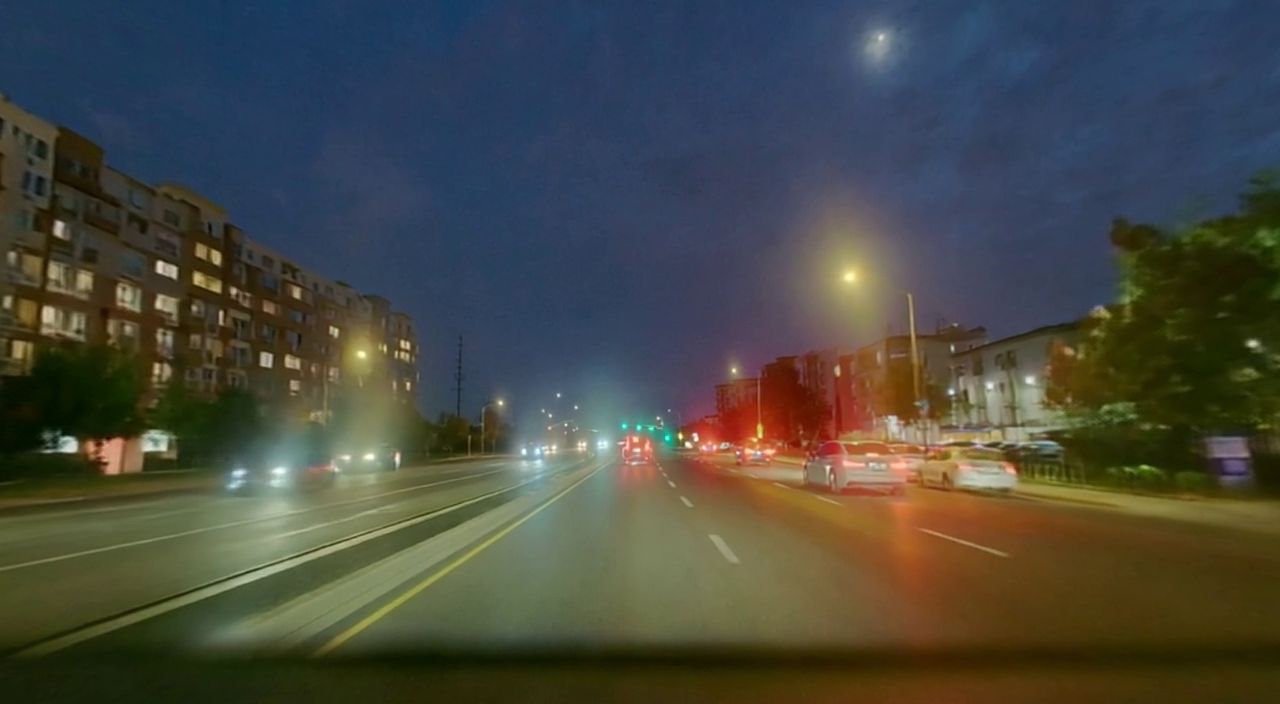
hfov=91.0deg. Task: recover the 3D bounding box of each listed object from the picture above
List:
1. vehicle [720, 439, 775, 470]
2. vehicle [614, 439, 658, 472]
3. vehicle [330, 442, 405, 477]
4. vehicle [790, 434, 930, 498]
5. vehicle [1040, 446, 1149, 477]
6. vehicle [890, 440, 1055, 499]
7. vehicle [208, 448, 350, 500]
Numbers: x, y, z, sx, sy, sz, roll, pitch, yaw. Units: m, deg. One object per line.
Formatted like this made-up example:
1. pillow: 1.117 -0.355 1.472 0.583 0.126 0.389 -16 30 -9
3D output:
1. vehicle: 5.748 5.559 34.165 2.154 1.554 4.149 0 -8 -2
2. vehicle: -0.209 5.176 31.745 2.106 1.553 3.964 0 -8 -1
3. vehicle: -15.261 6.032 35.631 2.096 1.796 4.825 0 -8 0
4. vehicle: 6.002 3.184 17.979 2.121 1.557 4.898 0 -8 -1
5. vehicle: 22.685 5.472 31.553 1.955 1.427 3.836 4 -10 -27
6. vehicle: 9.804 3.476 19.157 2.181 1.546 4.845 0 -9 -3
7. vehicle: -11.487 3.860 20.482 1.897 1.466 4.566 0 -8 0
